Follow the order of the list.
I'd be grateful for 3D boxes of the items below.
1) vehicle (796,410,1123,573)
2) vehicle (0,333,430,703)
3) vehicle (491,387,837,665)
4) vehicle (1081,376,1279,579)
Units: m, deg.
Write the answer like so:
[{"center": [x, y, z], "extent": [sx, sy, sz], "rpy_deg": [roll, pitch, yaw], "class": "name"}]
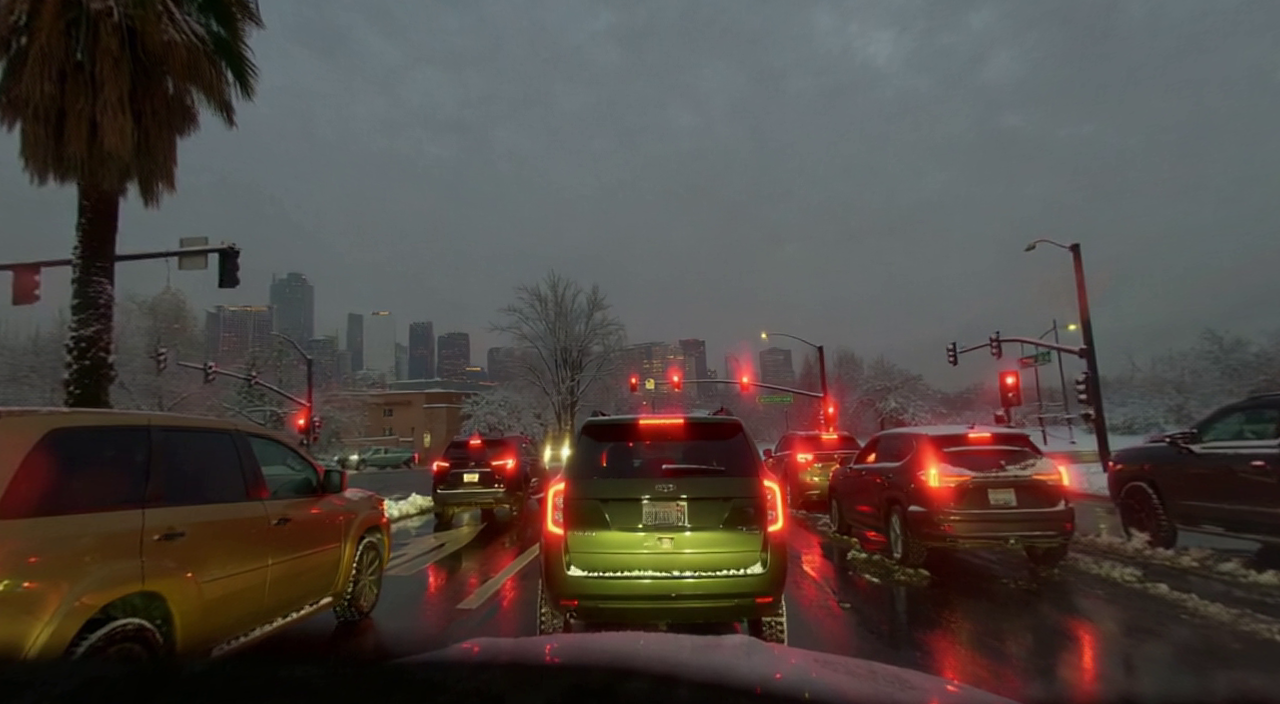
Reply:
[{"center": [4.028, 1.861, 9.289], "extent": [2.072, 1.704, 5.170], "rpy_deg": [0, -9, -1], "class": "vehicle"}, {"center": [-3.154, 1.082, 3.904], "extent": [2.171, 1.702, 4.416], "rpy_deg": [0, -9, 0], "class": "vehicle"}, {"center": [0.178, 1.377, 6.019], "extent": [2.123, 1.704, 4.128], "rpy_deg": [0, -9, 1], "class": "vehicle"}, {"center": [7.318, 1.179, 5.825], "extent": [2.337, 1.925, 5.728], "rpy_deg": [0, -8, 1], "class": "vehicle"}]
